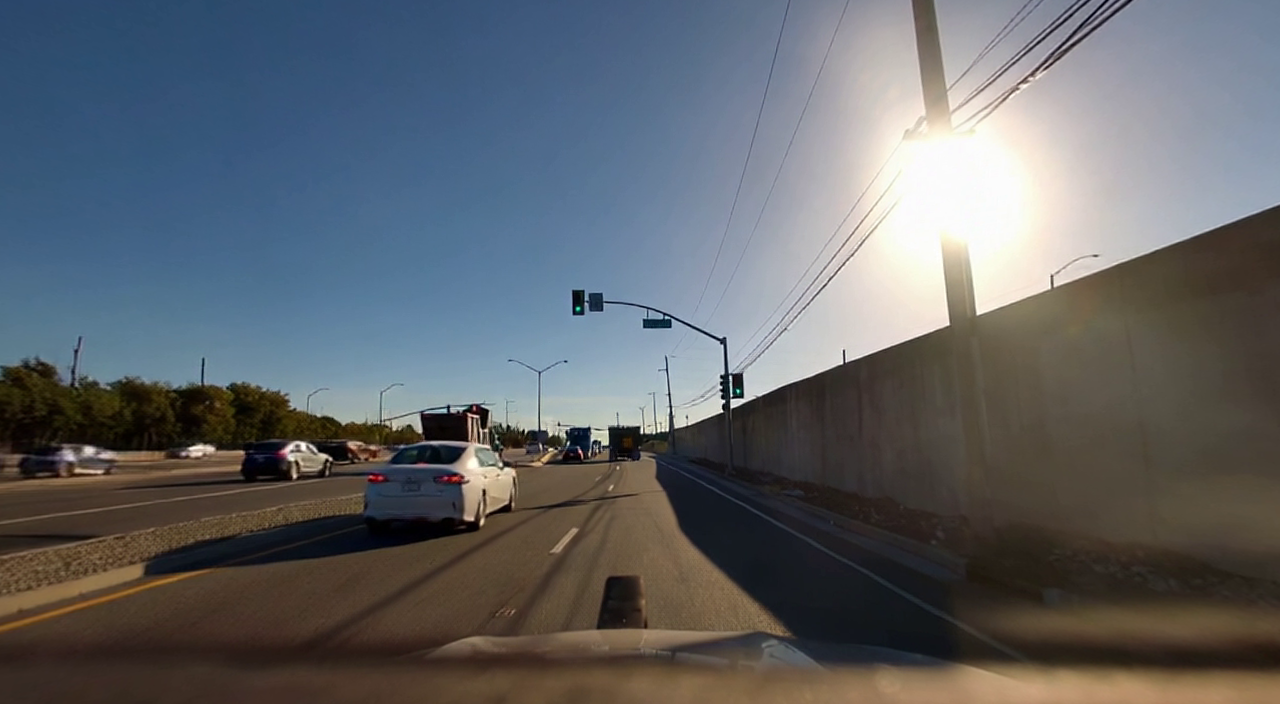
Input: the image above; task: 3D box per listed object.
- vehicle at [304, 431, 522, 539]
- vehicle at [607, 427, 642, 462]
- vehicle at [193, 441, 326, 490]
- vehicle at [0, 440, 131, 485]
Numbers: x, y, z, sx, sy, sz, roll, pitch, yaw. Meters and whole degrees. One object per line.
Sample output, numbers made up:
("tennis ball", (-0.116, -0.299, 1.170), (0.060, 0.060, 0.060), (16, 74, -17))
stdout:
("vehicle", (-3.624, 2.214, 11.288), (2.019, 1.480, 4.966), (0, -8, 1))
("vehicle", (-1.143, 6.656, 45.274), (2.355, 2.305, 5.336), (0, -8, -2))
("vehicle", (-12.879, 3.831, 21.709), (1.905, 1.492, 4.151), (-1, -8, 2))
("vehicle", (-24.122, 4.539, 26.284), (1.891, 1.696, 4.613), (0, -8, 1))
